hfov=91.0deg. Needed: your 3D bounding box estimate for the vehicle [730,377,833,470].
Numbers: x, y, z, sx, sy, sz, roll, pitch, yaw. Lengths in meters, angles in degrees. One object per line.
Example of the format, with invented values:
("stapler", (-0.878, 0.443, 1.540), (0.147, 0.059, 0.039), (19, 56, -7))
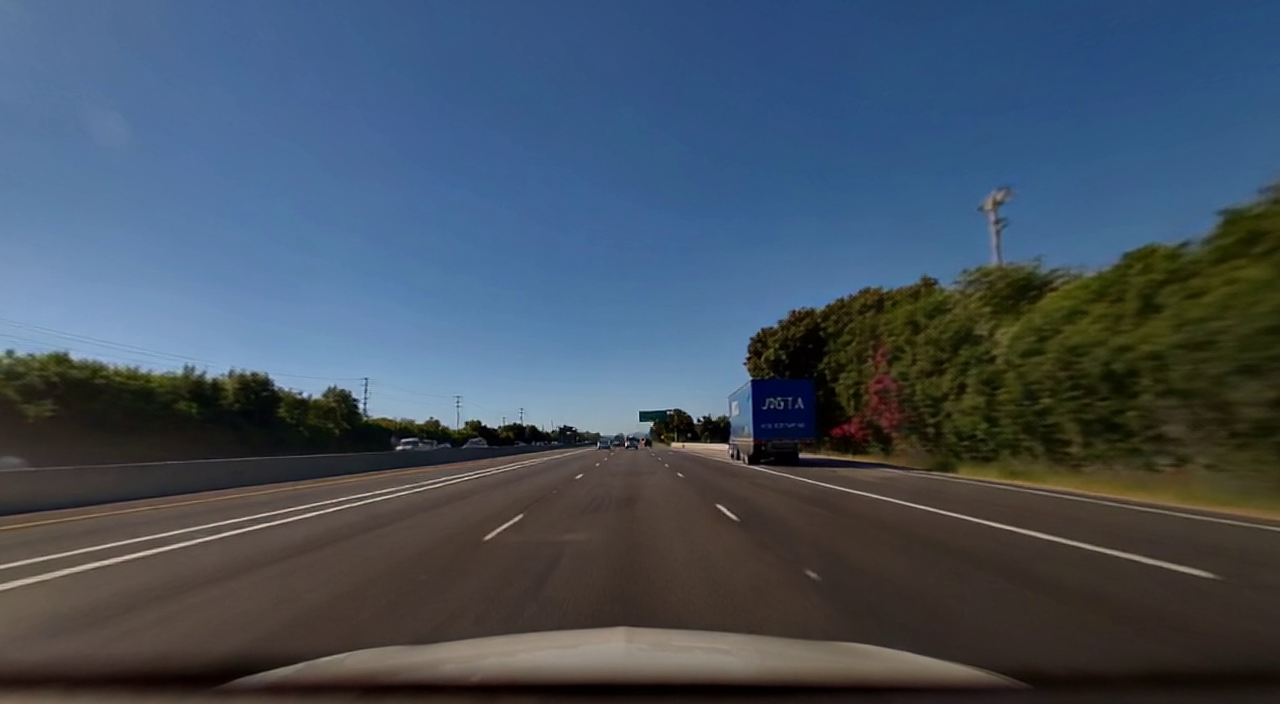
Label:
("vehicle", (7.339, 4.302, 35.906), (3.469, 3.986, 17.065), (-1, -8, 5))
